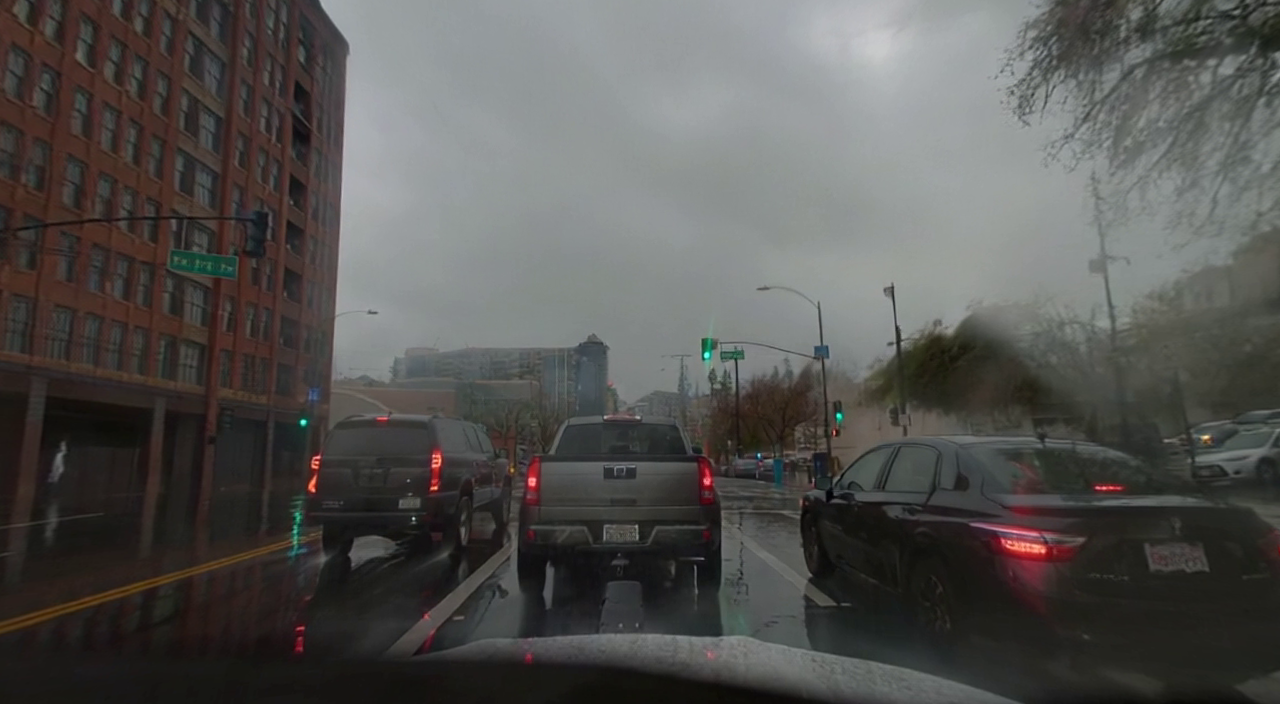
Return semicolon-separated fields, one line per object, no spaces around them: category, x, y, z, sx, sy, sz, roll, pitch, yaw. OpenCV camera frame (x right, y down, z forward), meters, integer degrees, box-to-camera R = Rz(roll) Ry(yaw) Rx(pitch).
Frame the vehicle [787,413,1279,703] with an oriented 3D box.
vehicle;2.582;1.307;4.804;1.852;1.462;4.155;0;-8;-1

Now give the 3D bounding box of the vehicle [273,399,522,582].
vehicle;-2.826;1.703;8.533;1.855;1.812;4.244;0;-8;-3

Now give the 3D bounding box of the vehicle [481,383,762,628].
vehicle;-0.127;1.492;7.109;2.105;1.842;4.537;0;-8;0
